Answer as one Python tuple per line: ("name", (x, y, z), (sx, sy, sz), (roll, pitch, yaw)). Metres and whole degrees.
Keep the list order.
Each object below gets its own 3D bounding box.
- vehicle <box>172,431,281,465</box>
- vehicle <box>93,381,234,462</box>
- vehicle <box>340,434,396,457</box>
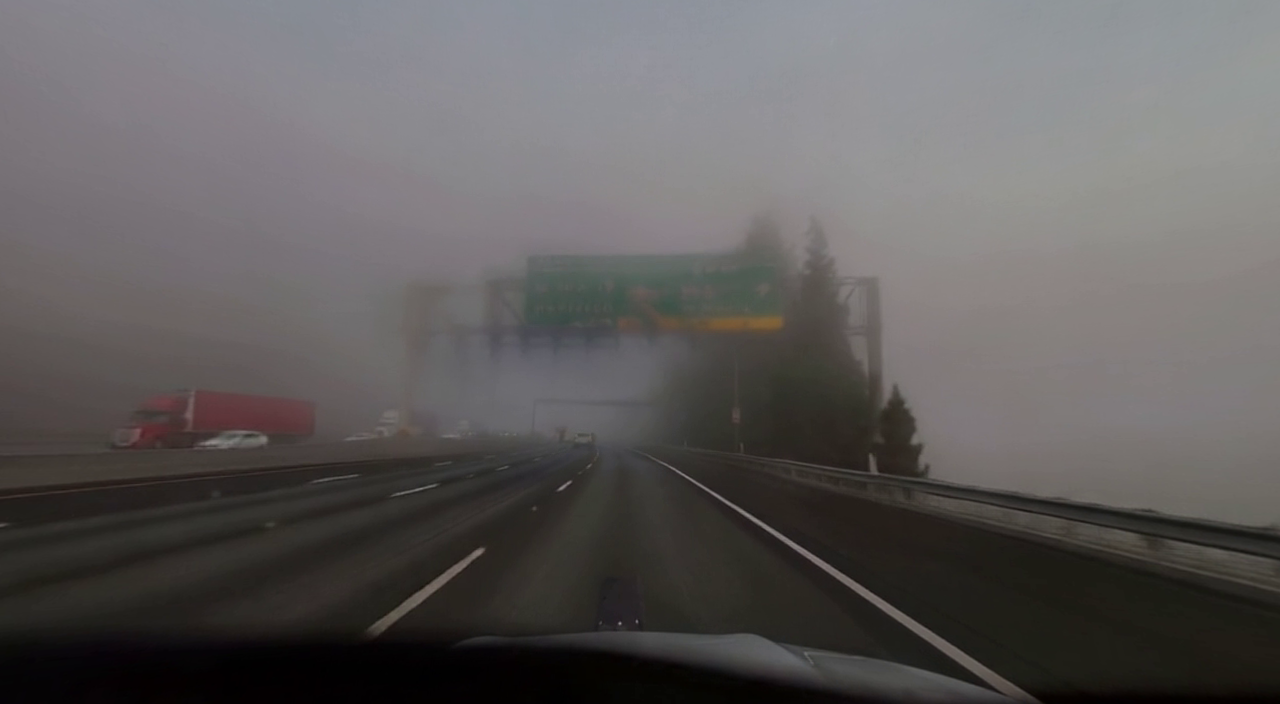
("vehicle", (-18.239, 4.250, 28.118), (1.982, 1.414, 4.336), (0, -8, -1))
("vehicle", (-25.672, 3.846, 34.395), (2.991, 3.997, 5.882), (0, -8, -2))
("vehicle", (-18.189, 6.263, 42.347), (1.886, 1.449, 4.405), (0, -8, -1))
